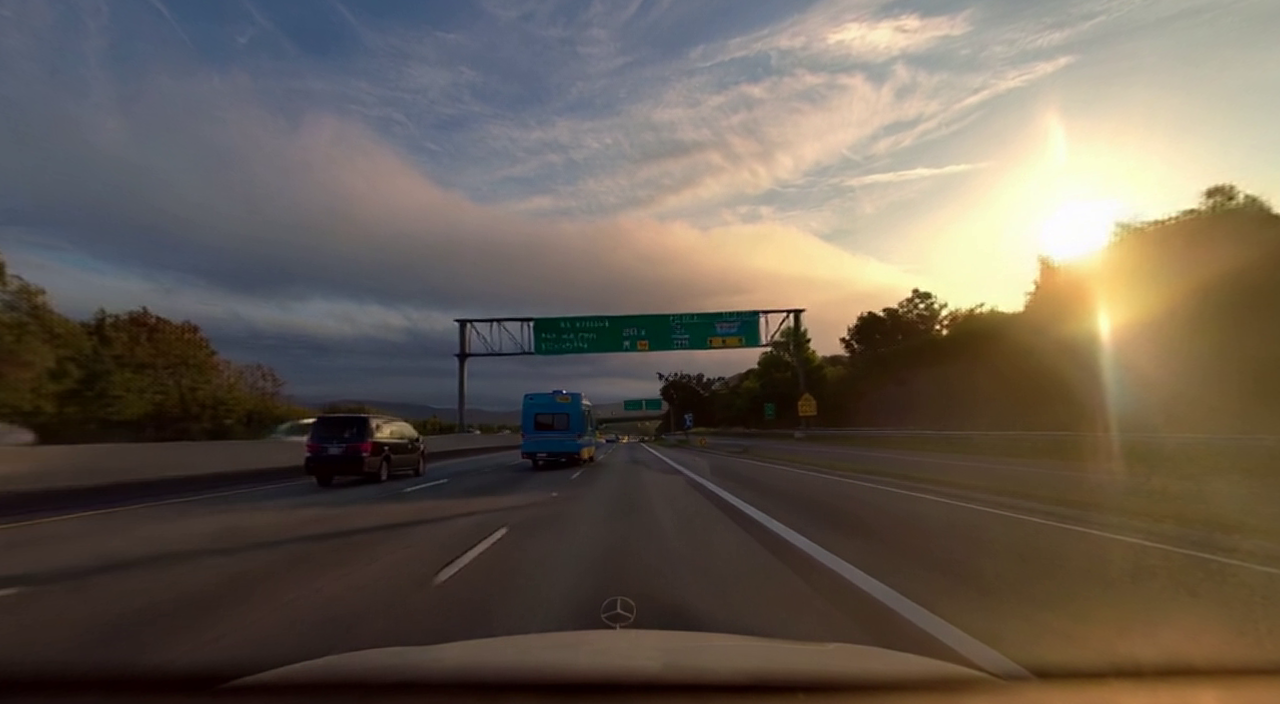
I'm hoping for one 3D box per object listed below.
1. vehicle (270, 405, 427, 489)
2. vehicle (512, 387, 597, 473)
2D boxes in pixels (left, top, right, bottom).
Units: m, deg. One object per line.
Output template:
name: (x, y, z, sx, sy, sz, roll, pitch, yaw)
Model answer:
vehicle: (-7.283, 2.410, 16.328, 2.045, 1.873, 4.202, 0, -7, 0)
vehicle: (-3.544, 3.470, 27.921, 2.676, 3.269, 7.388, 0, -7, 0)
